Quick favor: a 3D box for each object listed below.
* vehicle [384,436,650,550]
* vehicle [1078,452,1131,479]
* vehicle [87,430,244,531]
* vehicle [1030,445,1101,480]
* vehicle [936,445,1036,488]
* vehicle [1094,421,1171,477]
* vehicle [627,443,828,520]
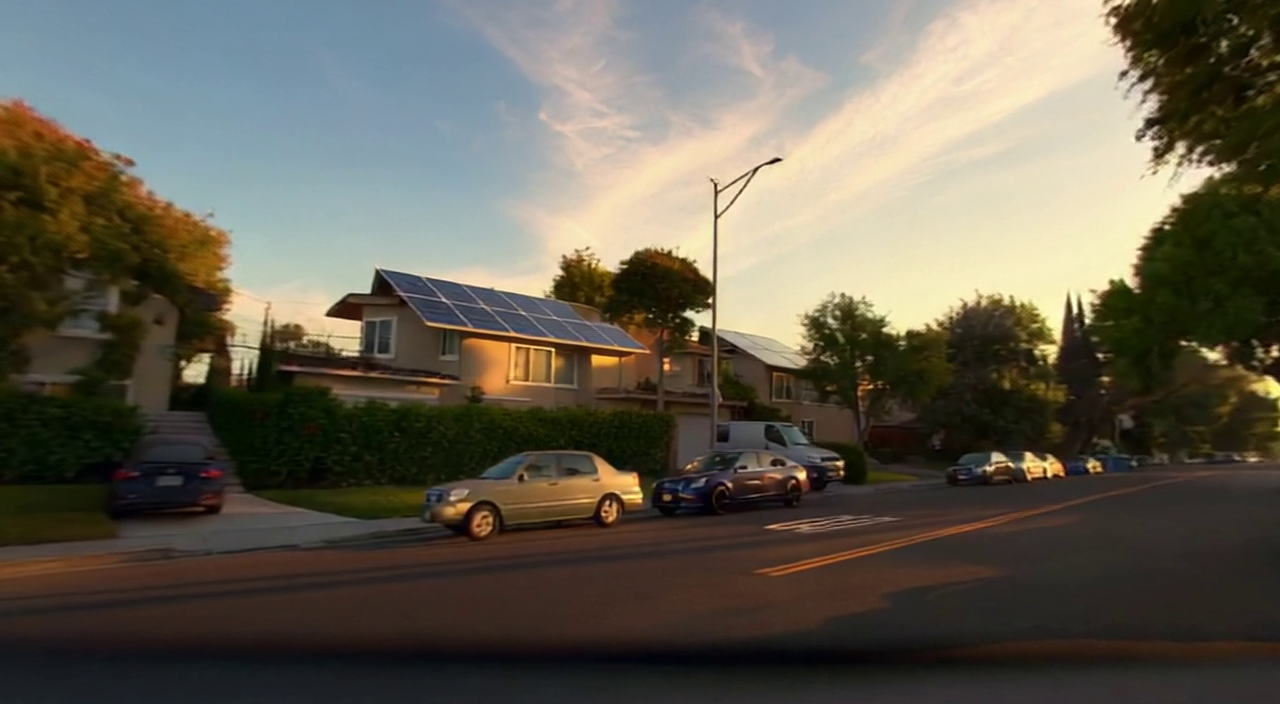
[{"bbox_3d":[-1.860,2.214,10.323,3.838,1.488,1.805,10,-13,-42],"label":"vehicle"},{"bbox_3d":[29.037,7.033,39.324,4.068,1.470,1.921,8,-11,-44],"label":"vehicle"},{"bbox_3d":[-8.602,2.170,11.308,1.876,1.476,3.484,7,-10,-41],"label":"vehicle"},{"bbox_3d":[21.669,5.634,31.988,4.483,1.563,1.818,11,-15,-41],"label":"vehicle"},{"bbox_3d":[13.493,4.440,24.453,4.676,1.472,1.901,9,-16,-43],"label":"vehicle"},{"bbox_3d":[35.497,6.924,45.278,8.004,3.648,2.896,7,-11,-43],"label":"vehicle"},{"bbox_3d":[2.065,2.755,13.950,4.601,1.406,1.848,7,-13,-42],"label":"vehicle"}]
